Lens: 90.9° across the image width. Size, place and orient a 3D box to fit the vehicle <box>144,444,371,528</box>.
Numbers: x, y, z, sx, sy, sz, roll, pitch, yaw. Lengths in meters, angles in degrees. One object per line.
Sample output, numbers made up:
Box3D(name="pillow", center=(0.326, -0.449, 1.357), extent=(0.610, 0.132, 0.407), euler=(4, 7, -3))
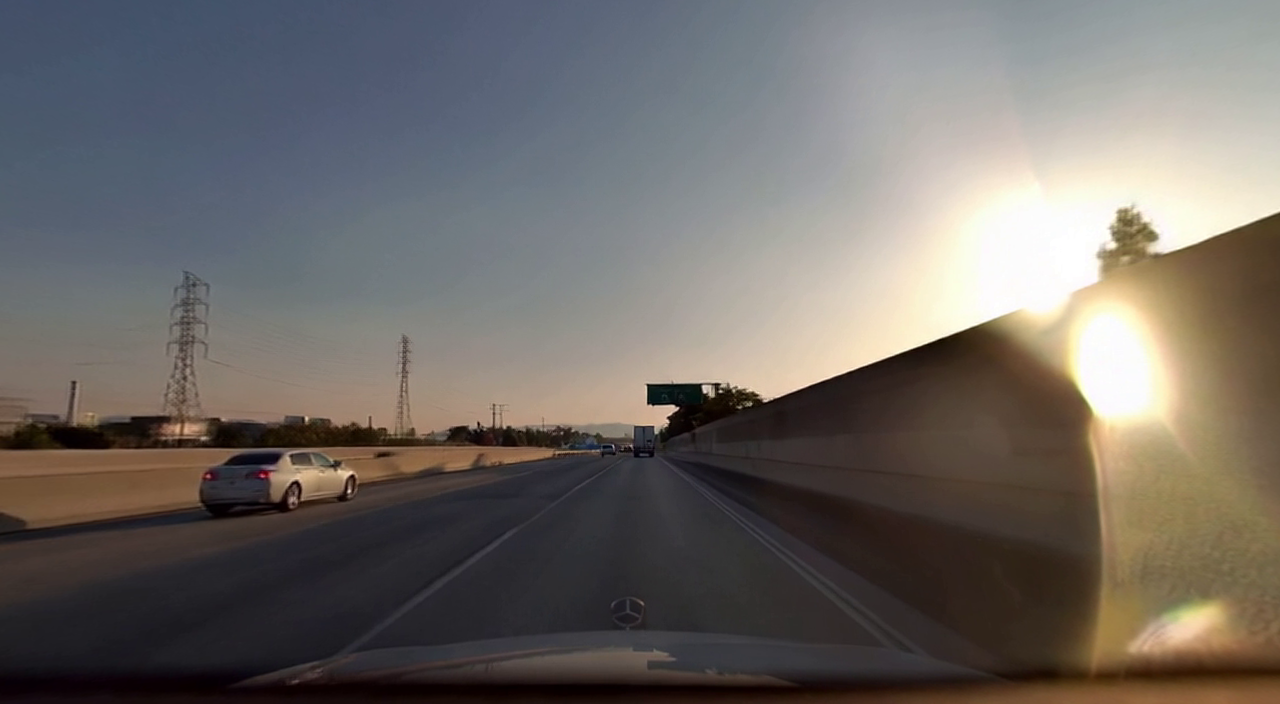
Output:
Box3D(name="vehicle", center=(-7.751, 2.709, 13.459), extent=(1.979, 1.470, 4.485), euler=(0, -8, 1))
